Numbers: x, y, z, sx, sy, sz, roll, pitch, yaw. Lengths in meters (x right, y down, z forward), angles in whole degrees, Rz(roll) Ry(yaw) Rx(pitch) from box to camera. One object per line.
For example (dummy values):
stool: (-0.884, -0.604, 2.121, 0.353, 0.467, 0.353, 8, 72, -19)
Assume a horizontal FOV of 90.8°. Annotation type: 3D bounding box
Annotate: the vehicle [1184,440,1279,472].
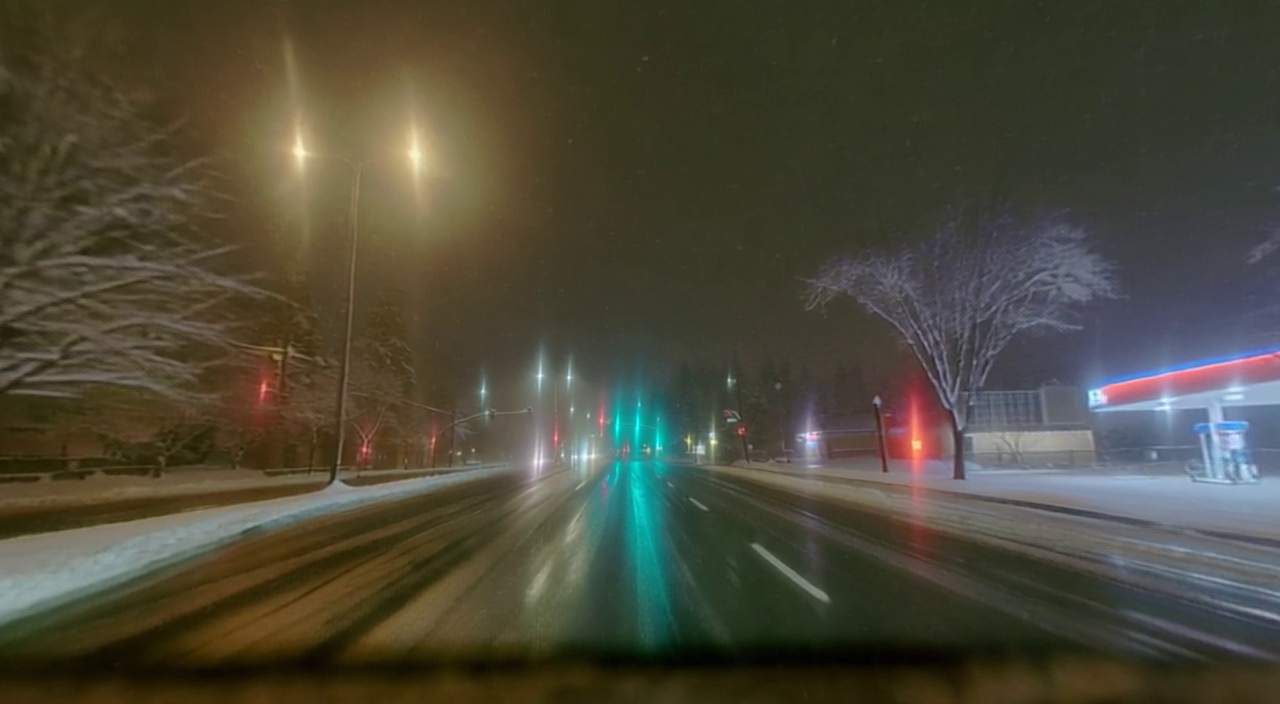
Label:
vehicle: (31.087, 5.443, 33.056, 1.591, 1.491, 4.005, -2, -10, 1)
